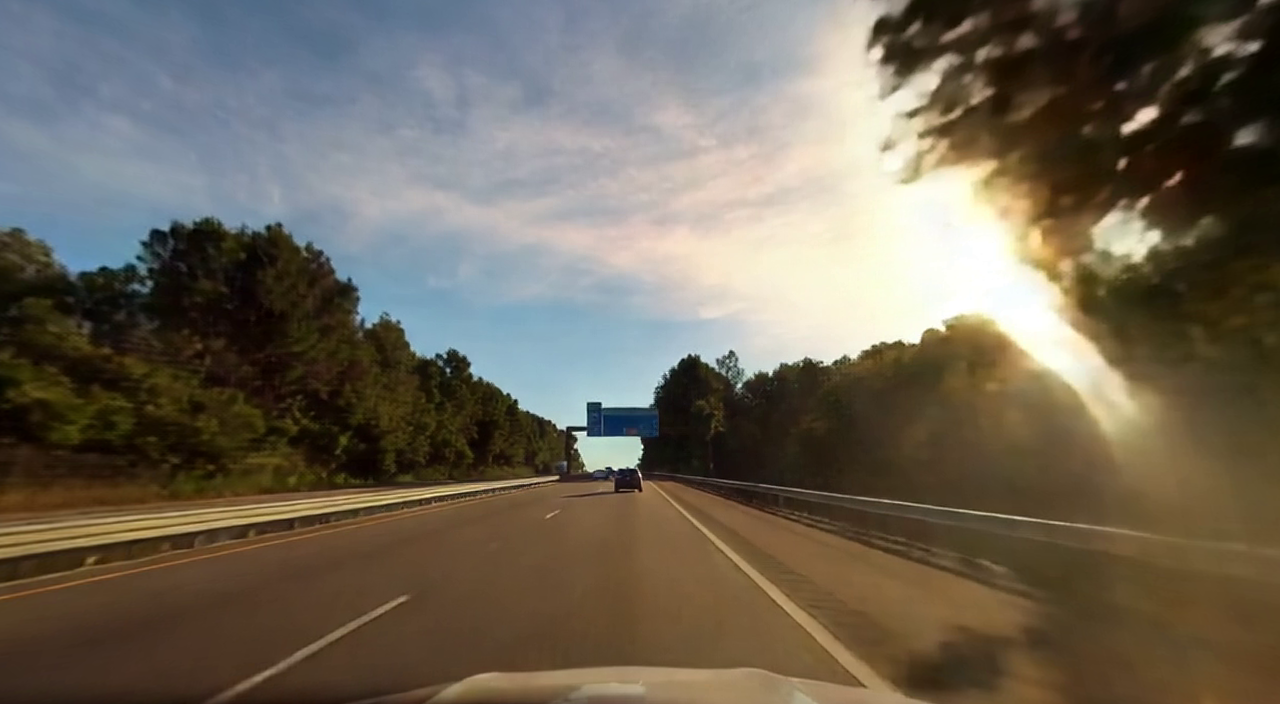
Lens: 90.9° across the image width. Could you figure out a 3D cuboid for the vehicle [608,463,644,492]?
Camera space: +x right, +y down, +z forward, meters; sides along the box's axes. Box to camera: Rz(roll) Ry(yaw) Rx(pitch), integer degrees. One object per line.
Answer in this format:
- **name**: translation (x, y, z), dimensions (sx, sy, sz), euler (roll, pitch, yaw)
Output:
- **vehicle**: translation (-0.852, 7.924, 40.010), dimensions (2.107, 1.668, 4.554), euler (1, -11, 0)
